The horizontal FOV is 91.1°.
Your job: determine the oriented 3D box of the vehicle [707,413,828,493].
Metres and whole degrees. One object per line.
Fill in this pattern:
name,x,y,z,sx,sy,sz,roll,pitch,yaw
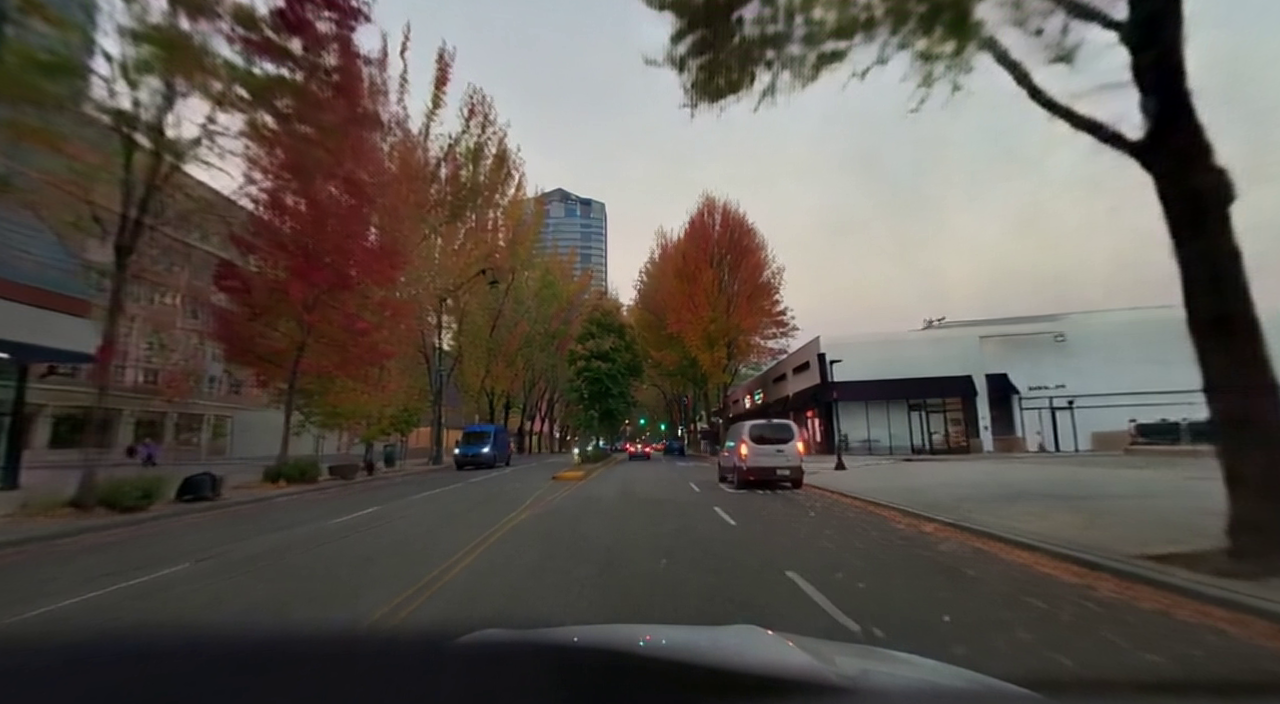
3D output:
vehicle,3.478,2.870,18.410,2.357,1.986,5.136,1,-7,-2

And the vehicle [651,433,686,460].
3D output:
vehicle,2.300,7.323,49.141,2.147,1.968,4.478,-1,-7,10

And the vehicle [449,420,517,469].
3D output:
vehicle,-8.877,5.264,36.213,2.348,2.588,5.860,0,-7,1
